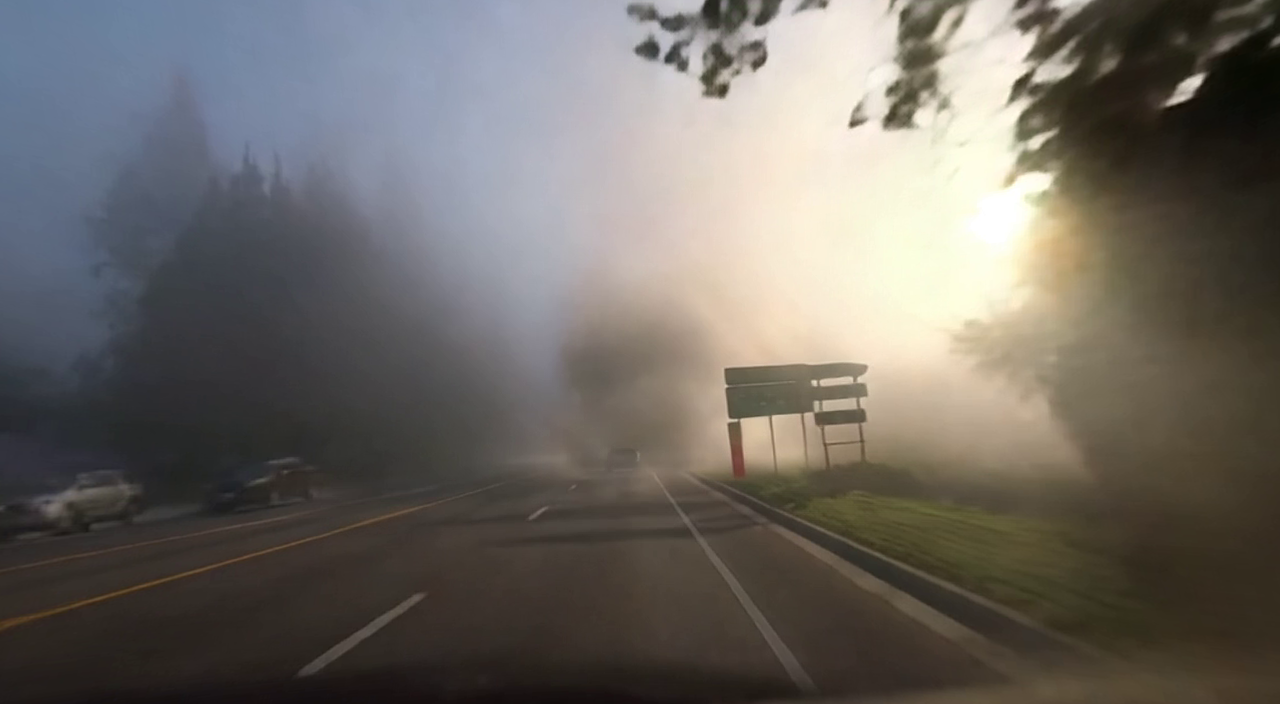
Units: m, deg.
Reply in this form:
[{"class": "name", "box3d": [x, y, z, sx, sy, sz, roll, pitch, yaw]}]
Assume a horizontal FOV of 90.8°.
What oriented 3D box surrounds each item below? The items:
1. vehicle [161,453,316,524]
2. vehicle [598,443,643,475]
[{"class": "vehicle", "box3d": [-12.047, 4.057, 19.401, 1.954, 1.680, 4.530, -5, -8, -2]}, {"class": "vehicle", "box3d": [-0.926, 5.339, 31.775, 2.111, 1.466, 4.223, 0, -9, 0]}]
